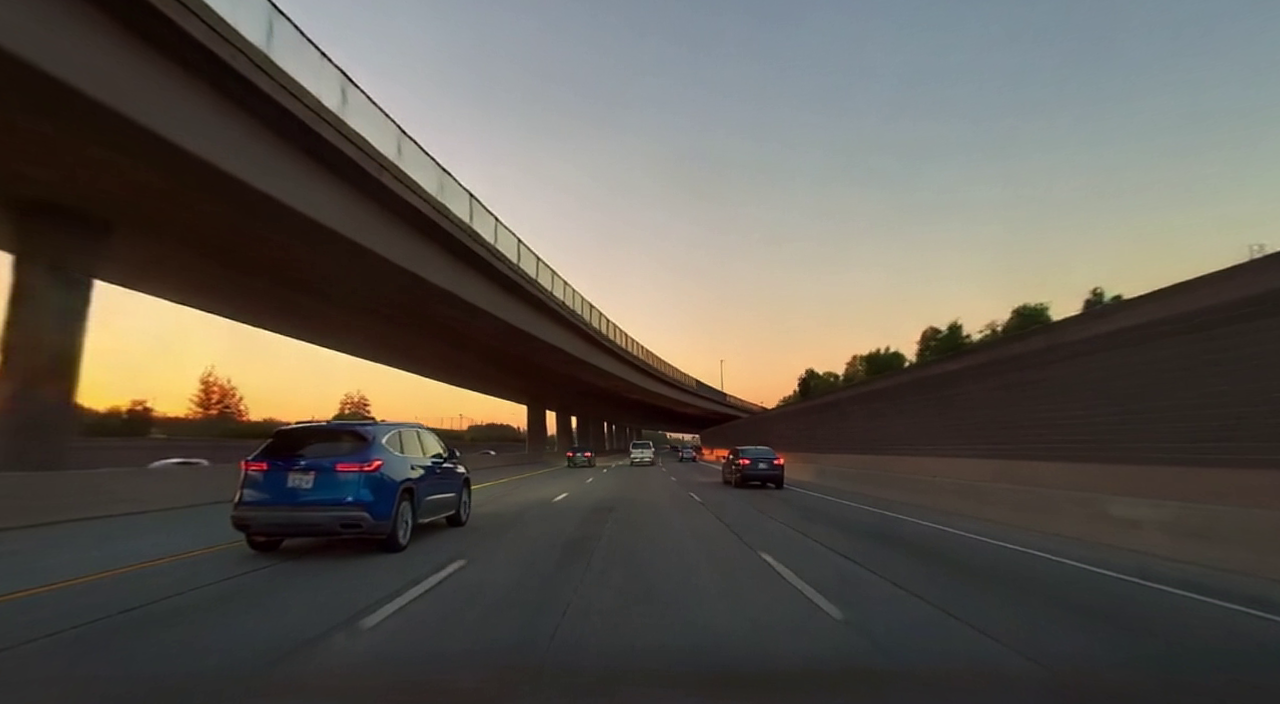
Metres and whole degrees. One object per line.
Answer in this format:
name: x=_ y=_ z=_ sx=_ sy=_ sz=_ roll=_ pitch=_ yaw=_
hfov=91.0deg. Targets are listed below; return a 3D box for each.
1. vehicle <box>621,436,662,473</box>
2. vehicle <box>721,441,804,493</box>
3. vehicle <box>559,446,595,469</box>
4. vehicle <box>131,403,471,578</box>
vehicle: x=0.084 y=5.664 z=34.935 sx=2.155 sy=1.909 sz=4.529 roll=0 pitch=-9 yaw=0
vehicle: x=3.907 y=3.729 z=20.751 sx=1.959 sy=1.554 sz=3.795 roll=0 pitch=-9 yaw=0
vehicle: x=-4.267 y=7.170 z=43.131 sx=1.994 sy=1.475 sz=4.171 roll=0 pitch=-9 yaw=1
vehicle: x=-4.046 y=1.744 z=8.697 sx=2.089 sy=1.751 sz=4.515 roll=0 pitch=-9 yaw=1
